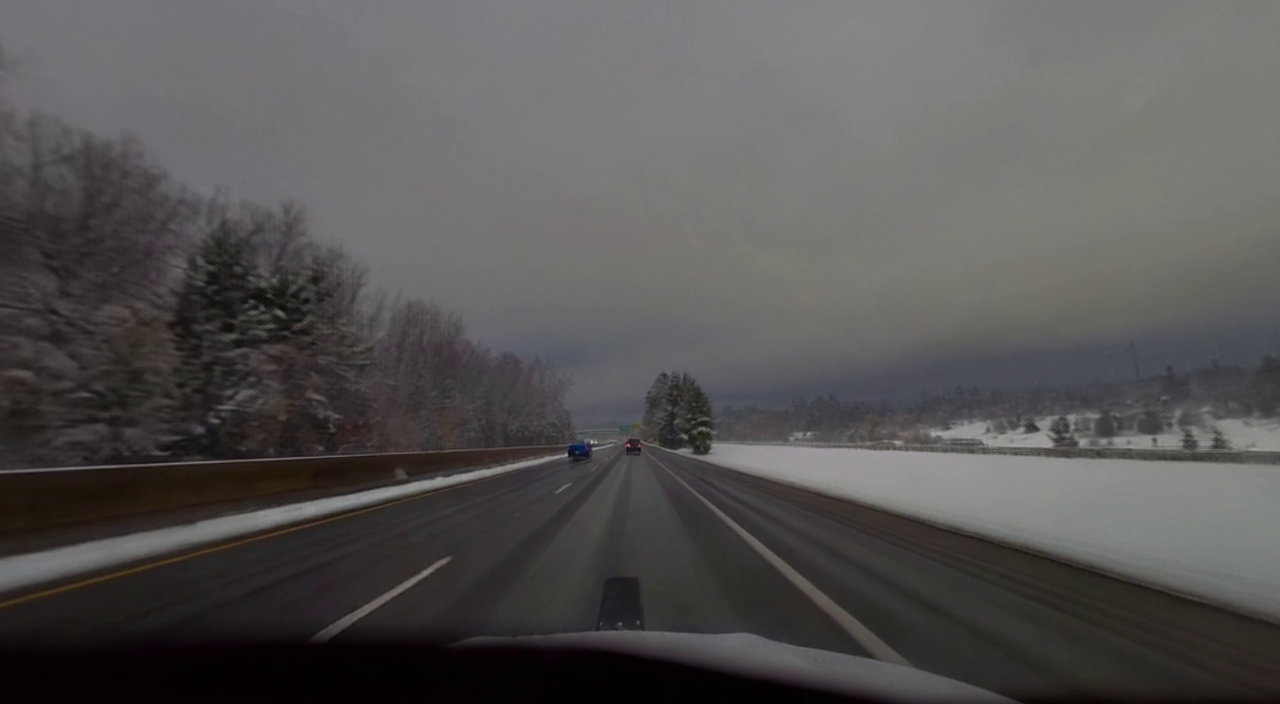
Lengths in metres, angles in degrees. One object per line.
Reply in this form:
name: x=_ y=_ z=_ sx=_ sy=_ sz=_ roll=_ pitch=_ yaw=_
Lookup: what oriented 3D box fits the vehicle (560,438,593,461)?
vehicle: x=-4.581 y=7.135 z=46.152 sx=2.002 sy=1.553 sz=4.247 roll=0 pitch=-8 yaw=-1
